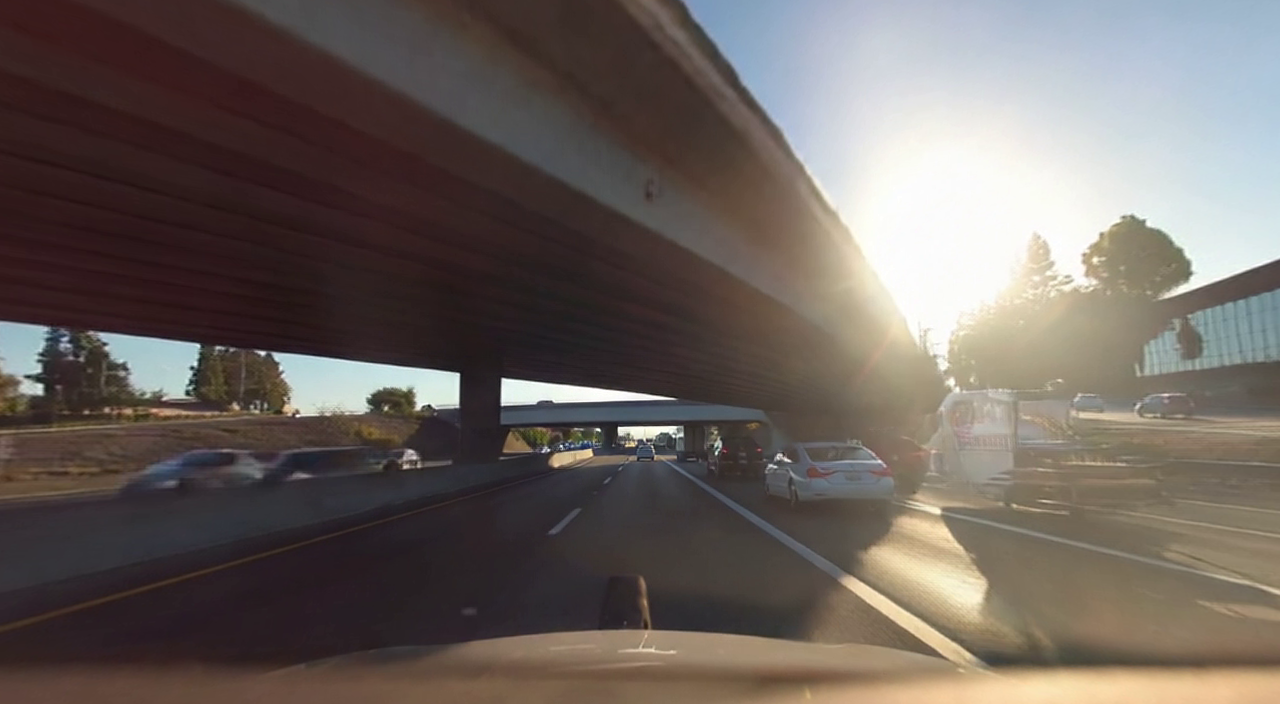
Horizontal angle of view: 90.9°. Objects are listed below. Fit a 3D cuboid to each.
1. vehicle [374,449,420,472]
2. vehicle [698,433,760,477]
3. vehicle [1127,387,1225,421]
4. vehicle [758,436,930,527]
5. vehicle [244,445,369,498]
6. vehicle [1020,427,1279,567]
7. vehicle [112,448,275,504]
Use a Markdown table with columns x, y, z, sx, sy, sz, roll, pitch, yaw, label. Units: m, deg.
| x | y | z | sx | sy | sz | roll | pitch | yaw | label |
| --- | --- | --- | --- | --- | --- | --- | --- | --- | --- |
| -19.054 | 8.545 | 49.690 | 1.870 | 1.672 | 4.349 | 0 | -8 | 0 | vehicle |
| 4.092 | 4.822 | 29.752 | 2.086 | 1.858 | 4.737 | 0 | -8 | -1 | vehicle |
| 33.718 | 3.331 | 39.899 | 2.131 | 1.840 | 4.870 | -1 | -8 | 4 | vehicle |
| 3.774 | 2.457 | 12.631 | 1.902 | 1.481 | 4.451 | 0 | -8 | -1 | vehicle |
| -11.626 | 4.152 | 22.393 | 1.894 | 1.647 | 4.514 | 0 | -8 | 1 | vehicle |
| 7.731 | 1.869 | 8.966 | 1.919 | 1.476 | 4.303 | 0 | -8 | 0 | vehicle |
| -15.208 | 4.208 | 21.940 | 1.968 | 1.663 | 5.013 | 0 | -8 | 1 | vehicle |
